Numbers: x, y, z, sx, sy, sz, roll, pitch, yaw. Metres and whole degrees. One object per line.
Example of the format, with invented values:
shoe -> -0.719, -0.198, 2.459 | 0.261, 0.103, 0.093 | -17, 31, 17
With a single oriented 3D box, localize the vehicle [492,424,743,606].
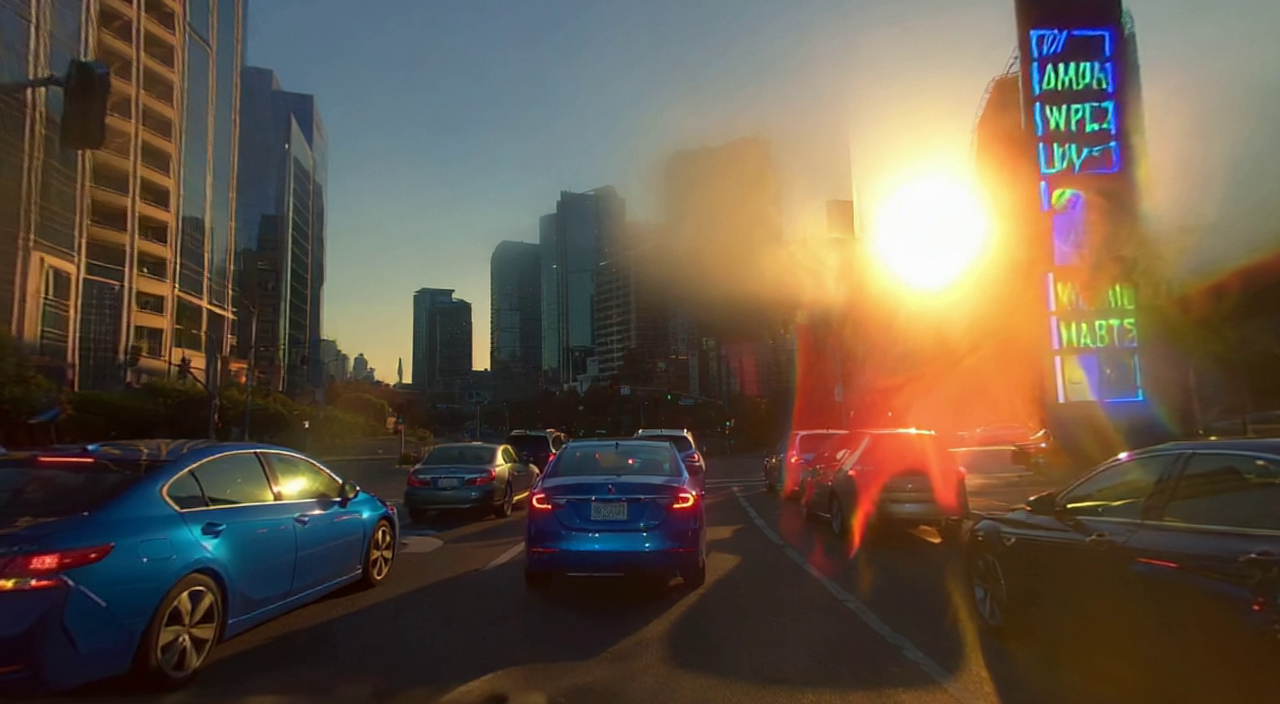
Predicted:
vehicle -> -0.170, 1.637, 7.234 | 2.059, 1.477, 3.988 | 0, -8, 0

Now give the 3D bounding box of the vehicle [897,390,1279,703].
vehicle -> 3.444, 1.107, 3.789 | 1.981, 1.499, 4.536 | -1, -8, 2

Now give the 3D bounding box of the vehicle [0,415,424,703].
vehicle -> -3.403, 1.307, 4.749 | 1.980, 1.454, 4.226 | 0, -8, 1

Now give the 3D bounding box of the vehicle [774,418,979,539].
vehicle -> 3.777, 2.091, 11.007 | 2.007, 1.683, 4.171 | 0, -8, 1
